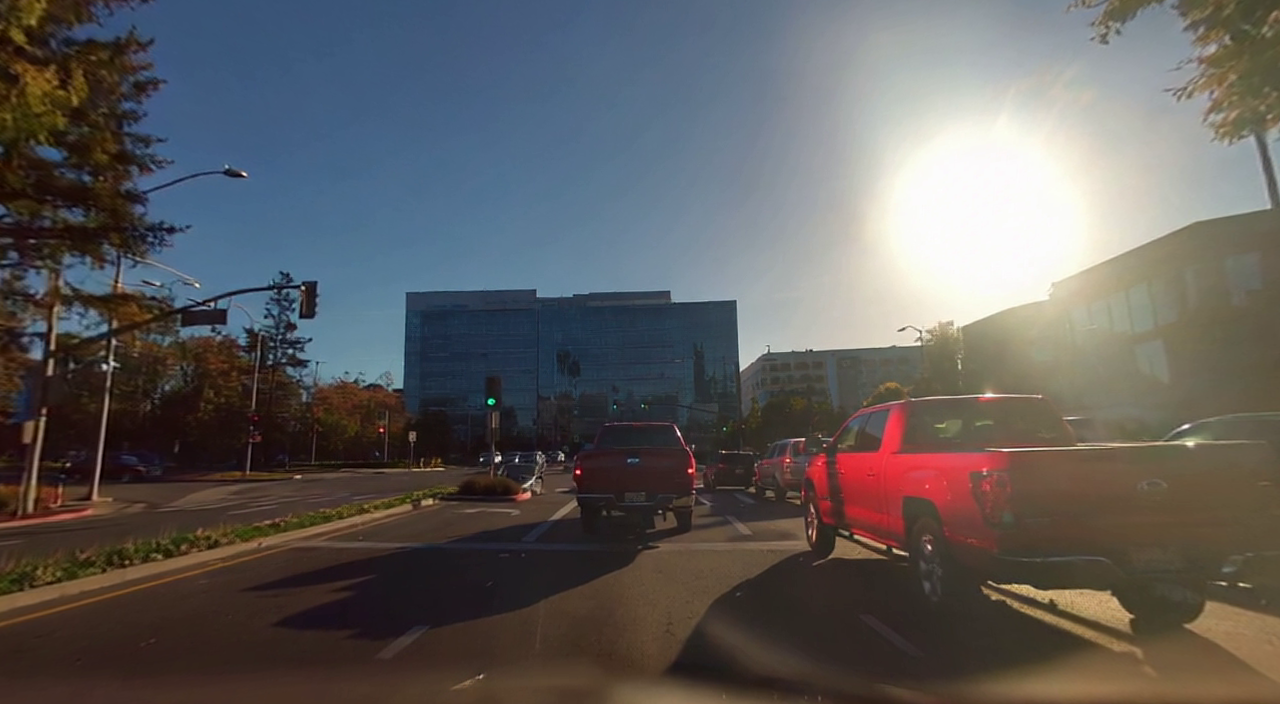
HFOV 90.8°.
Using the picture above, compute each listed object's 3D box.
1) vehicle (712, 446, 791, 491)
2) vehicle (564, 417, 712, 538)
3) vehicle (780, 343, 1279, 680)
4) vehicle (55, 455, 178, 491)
[{"bbox_3d":[3.935,4.163,23.052,1.995,1.456,4.372,0,-9,-1],"label":"vehicle"},{"bbox_3d":[-0.094,2.285,12.162,2.240,1.821,5.001,0,-9,-2],"label":"vehicle"},{"bbox_3d":[3.315,1.331,6.561,2.412,1.953,5.682,0,-9,0],"label":"vehicle"},{"bbox_3d":[-26.586,6.123,32.304,4.437,1.669,1.936,5,-10,-30],"label":"vehicle"}]
